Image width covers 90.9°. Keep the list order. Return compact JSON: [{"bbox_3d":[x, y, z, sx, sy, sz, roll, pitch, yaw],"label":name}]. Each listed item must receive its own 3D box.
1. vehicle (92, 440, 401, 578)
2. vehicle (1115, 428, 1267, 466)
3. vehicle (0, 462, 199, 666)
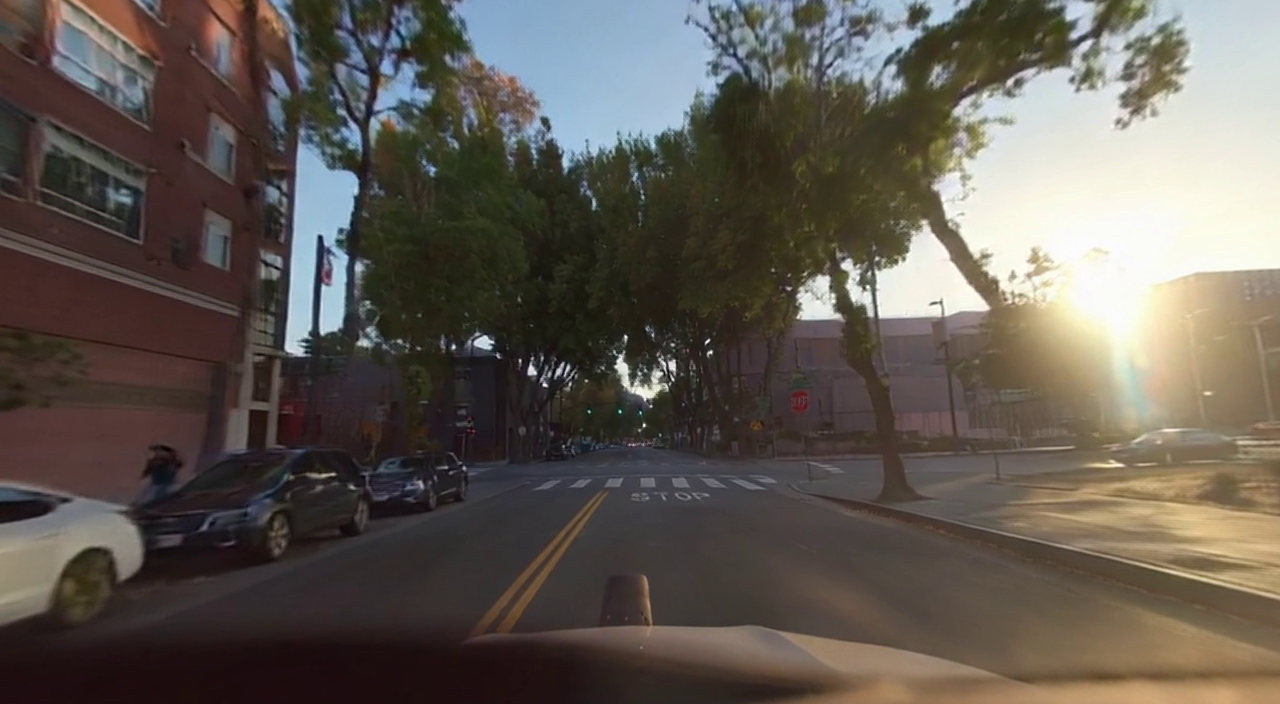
[{"bbox_3d":[-5.606,2.229,9.908,1.901,1.631,4.570,0,-8,0],"label":"vehicle"},{"bbox_3d":[22.378,3.878,25.726,4.347,1.476,1.926,0,-9,0],"label":"vehicle"},{"bbox_3d":[-5.710,1.528,4.285,2.131,1.407,4.547,0,-8,0],"label":"vehicle"}]
